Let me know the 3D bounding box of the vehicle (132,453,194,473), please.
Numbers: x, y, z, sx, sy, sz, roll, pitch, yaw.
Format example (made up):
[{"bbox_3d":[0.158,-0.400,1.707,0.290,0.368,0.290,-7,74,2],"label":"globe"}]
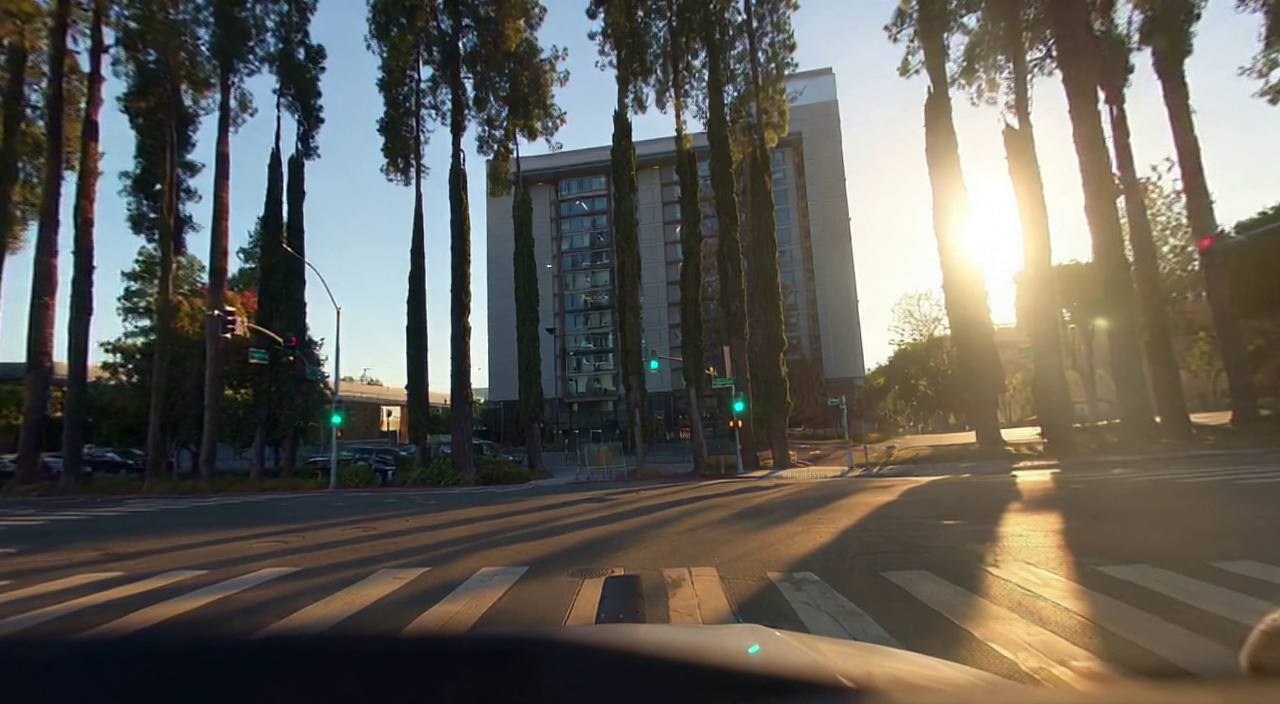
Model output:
[{"bbox_3d":[-36.441,8.504,48.356,1.709,1.410,3.945,0,-9,-1],"label":"vehicle"}]

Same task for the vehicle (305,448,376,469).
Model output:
[{"bbox_3d":[-21.941,7.788,46.409,4.207,1.508,1.875,0,-9,2],"label":"vehicle"}]

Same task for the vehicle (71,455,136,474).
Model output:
[{"bbox_3d":[-41.337,8.677,48.773,1.651,1.379,3.787,0,-9,0],"label":"vehicle"}]

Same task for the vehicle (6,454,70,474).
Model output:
[{"bbox_3d":[-46.320,8.619,48.659,1.627,1.392,3.330,0,-9,-1],"label":"vehicle"}]
